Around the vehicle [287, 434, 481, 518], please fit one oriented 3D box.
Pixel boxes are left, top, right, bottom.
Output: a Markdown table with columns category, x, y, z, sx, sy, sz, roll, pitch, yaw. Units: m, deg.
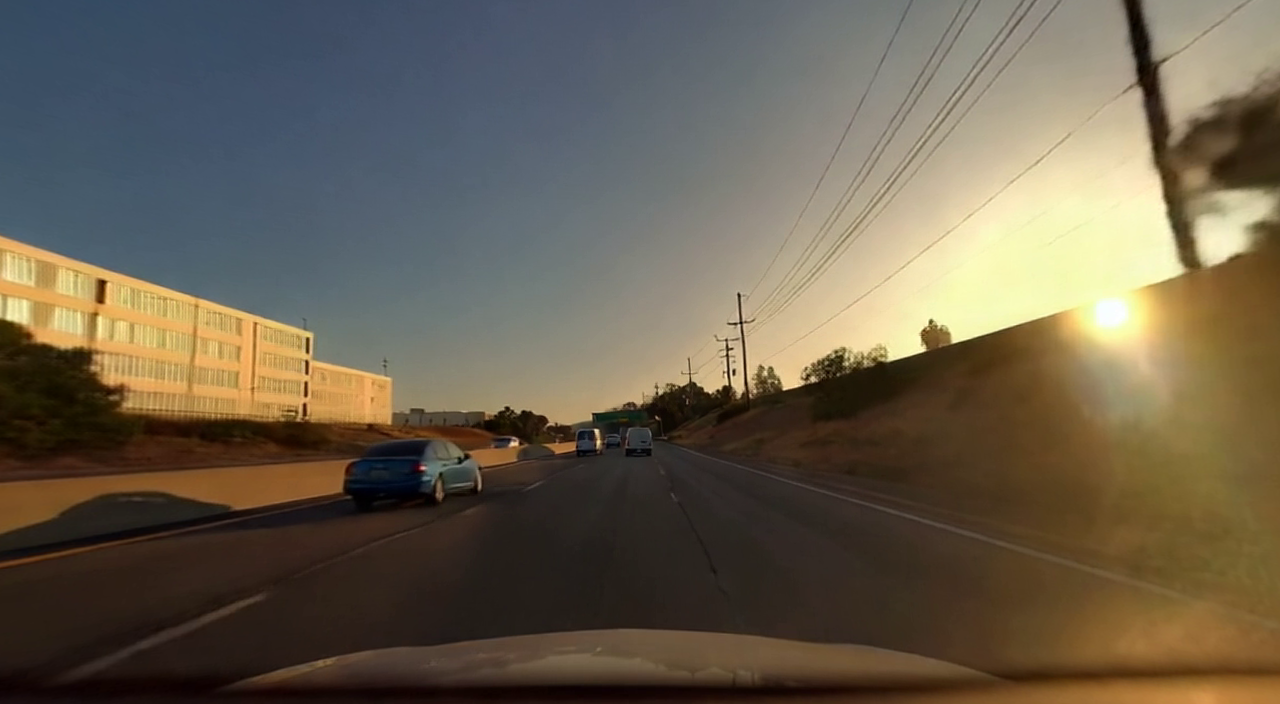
| category | x | y | z | sx | sy | sz | roll | pitch | yaw |
| --- | --- | --- | --- | --- | --- | --- | --- | --- | --- |
| vehicle | -5.133 | 2.524 | 13.547 | 2.087 | 1.464 | 4.853 | 0 | -8 | 1 |

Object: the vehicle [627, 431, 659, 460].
| category | x | y | z | sx | sy | sz | roll | pitch | yaw |
| --- | --- | --- | --- | --- | --- | --- | --- | --- | --- |
| vehicle | 0.175 | 6.754 | 45.741 | 2.213 | 1.997 | 4.456 | 0 | -8 | -1 |
